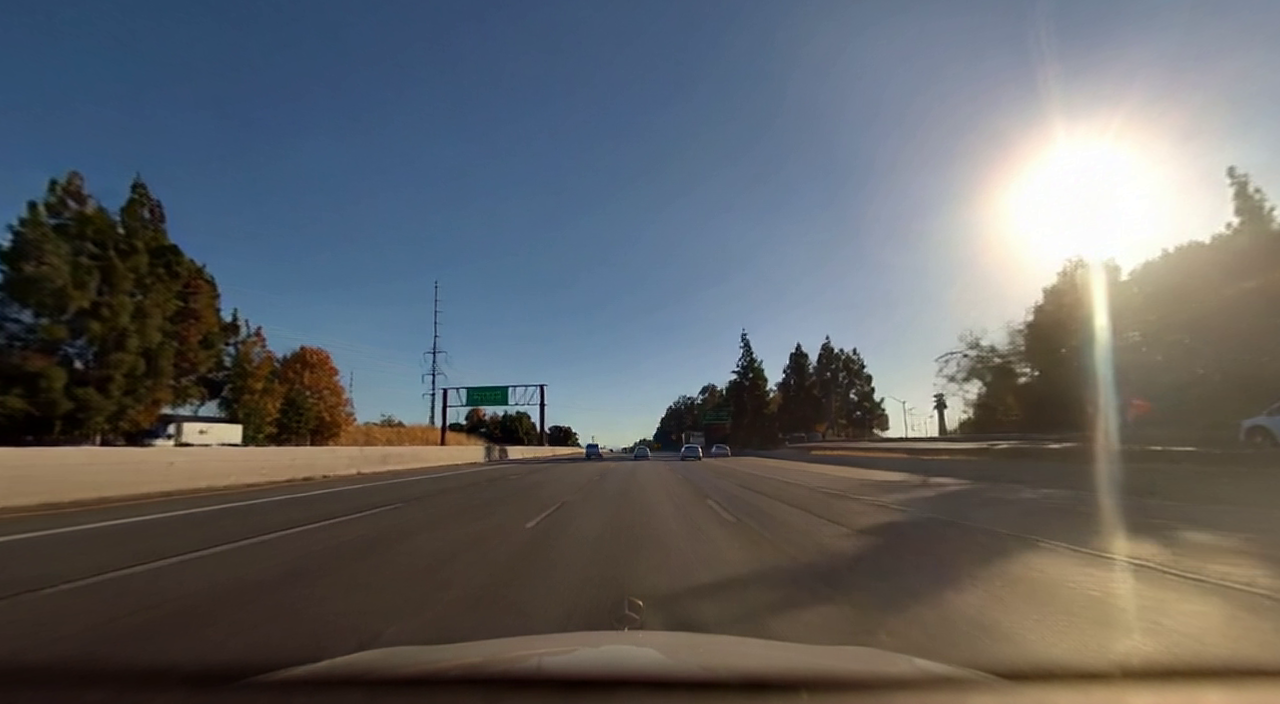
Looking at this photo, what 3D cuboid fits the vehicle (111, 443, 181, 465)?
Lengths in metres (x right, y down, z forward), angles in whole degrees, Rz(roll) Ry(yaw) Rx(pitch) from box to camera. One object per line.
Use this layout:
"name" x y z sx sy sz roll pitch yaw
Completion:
"vehicle" -35.082 7.237 44.839 1.689 1.526 3.848 0 -9 2

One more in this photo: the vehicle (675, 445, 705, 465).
"vehicle" 3.901 8.152 49.847 2.076 1.506 4.050 0 -9 0

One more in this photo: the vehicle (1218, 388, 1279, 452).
"vehicle" 41.802 4.509 41.221 2.985 3.956 4.846 0 -9 1
